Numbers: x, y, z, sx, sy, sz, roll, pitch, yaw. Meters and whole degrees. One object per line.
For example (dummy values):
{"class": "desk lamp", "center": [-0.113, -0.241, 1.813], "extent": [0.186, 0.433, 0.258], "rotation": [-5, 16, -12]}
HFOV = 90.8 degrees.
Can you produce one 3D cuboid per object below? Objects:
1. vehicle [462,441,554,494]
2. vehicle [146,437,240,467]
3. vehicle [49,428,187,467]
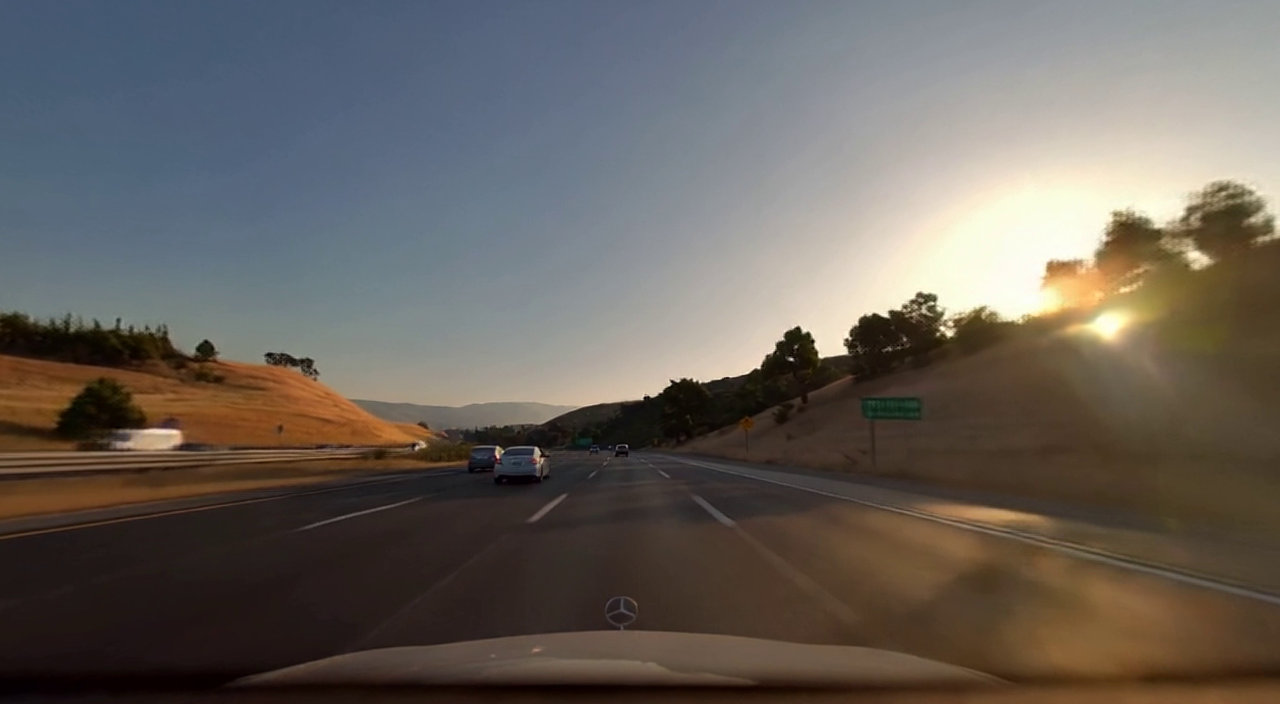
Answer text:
{"class": "vehicle", "center": [-4.164, 3.712, 20.743], "extent": [2.073, 1.516, 4.478], "rotation": [0, -9, 0]}
{"class": "vehicle", "center": [-25.498, 5.735, 36.275], "extent": [1.940, 1.597, 4.711], "rotation": [0, -9, -1]}
{"class": "vehicle", "center": [-29.223, 5.413, 35.779], "extent": [2.609, 2.014, 6.121], "rotation": [0, -9, -1]}
